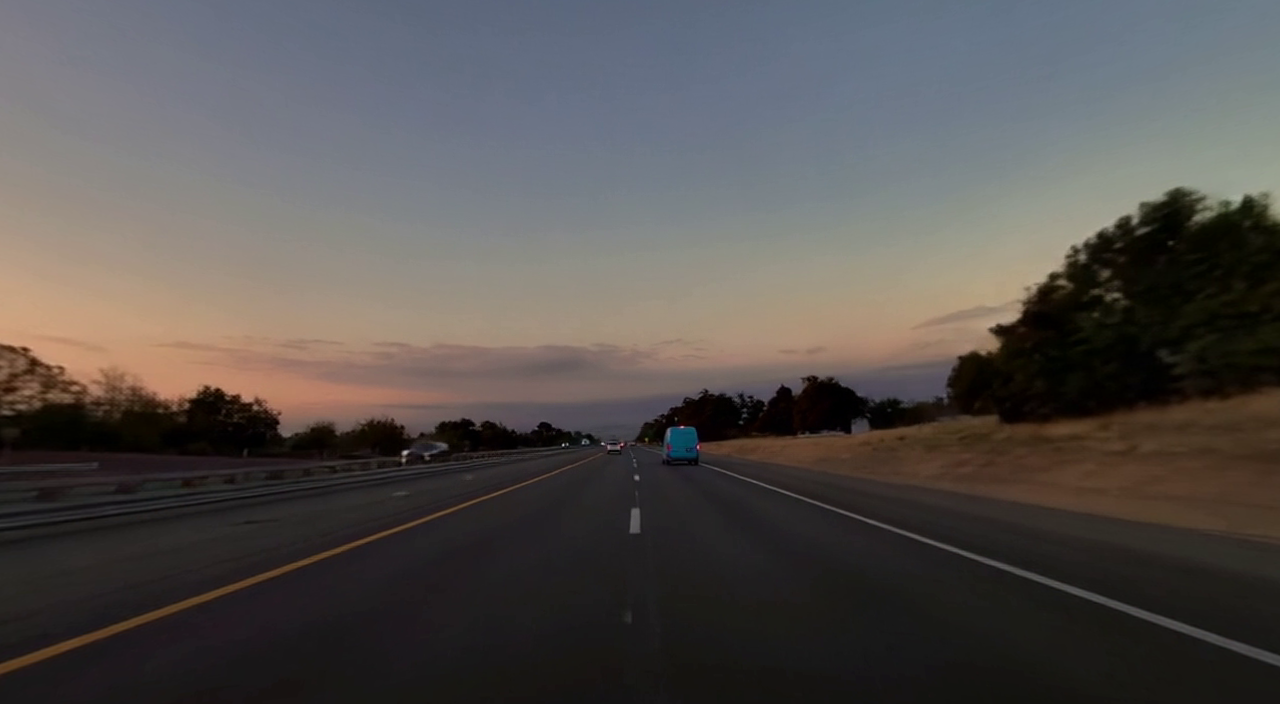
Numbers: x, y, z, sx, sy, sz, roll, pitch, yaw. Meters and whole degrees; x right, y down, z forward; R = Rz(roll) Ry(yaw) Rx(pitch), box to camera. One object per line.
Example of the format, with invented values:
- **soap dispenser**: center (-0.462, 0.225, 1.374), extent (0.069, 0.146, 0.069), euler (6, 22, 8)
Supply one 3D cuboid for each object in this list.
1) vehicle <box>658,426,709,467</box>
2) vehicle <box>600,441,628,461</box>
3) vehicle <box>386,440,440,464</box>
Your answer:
- **vehicle**: center (2.284, 5.104, 34.219), extent (2.269, 2.048, 4.679), euler (0, -8, -2)
- **vehicle**: center (-2.007, 7.718, 49.165), extent (2.005, 1.466, 3.739), euler (-1, -8, -1)
- **vehicle**: center (-14.850, 6.533, 41.444), extent (1.972, 1.472, 4.536), euler (-1, -8, -1)
